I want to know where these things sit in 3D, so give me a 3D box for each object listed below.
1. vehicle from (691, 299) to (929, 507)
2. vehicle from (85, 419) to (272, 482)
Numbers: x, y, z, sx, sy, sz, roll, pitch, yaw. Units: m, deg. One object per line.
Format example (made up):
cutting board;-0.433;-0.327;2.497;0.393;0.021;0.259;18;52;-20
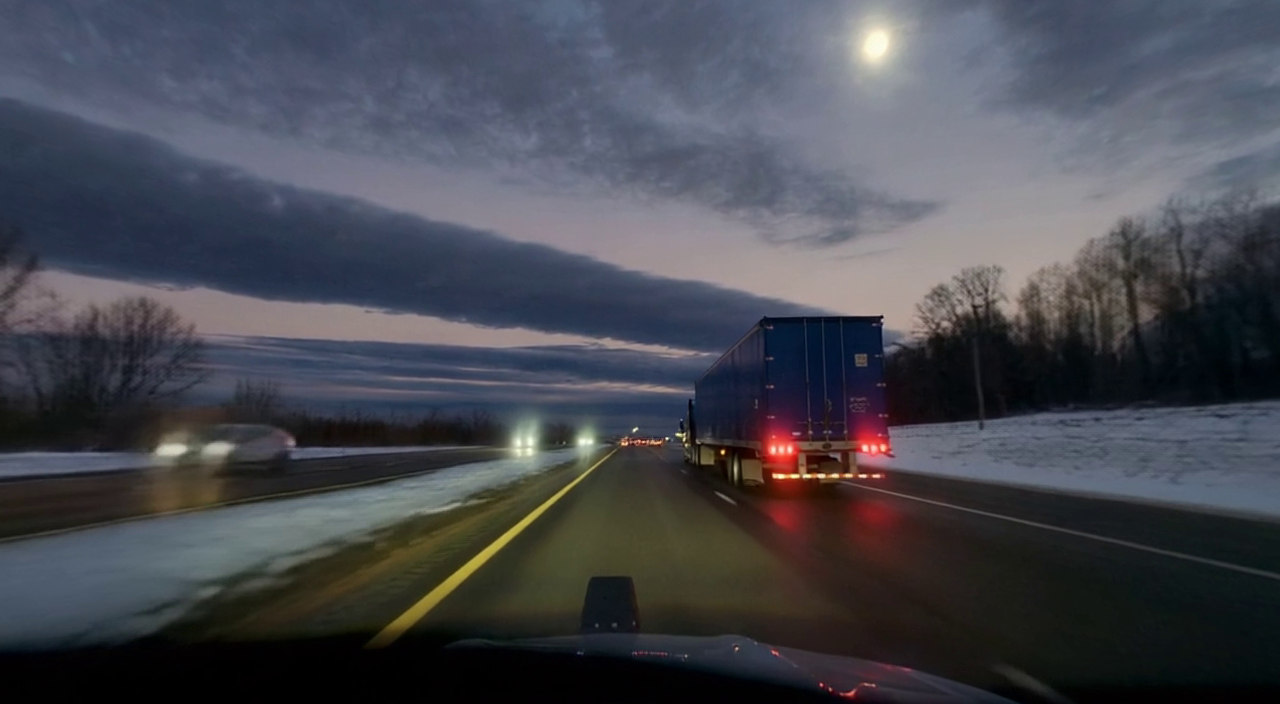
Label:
vehicle;4.136;2.142;21.405;3.203;4.273;17.131;0;-8;-1
vehicle;-12.741;2.741;17.813;1.932;1.537;4.480;0;-8;-1
